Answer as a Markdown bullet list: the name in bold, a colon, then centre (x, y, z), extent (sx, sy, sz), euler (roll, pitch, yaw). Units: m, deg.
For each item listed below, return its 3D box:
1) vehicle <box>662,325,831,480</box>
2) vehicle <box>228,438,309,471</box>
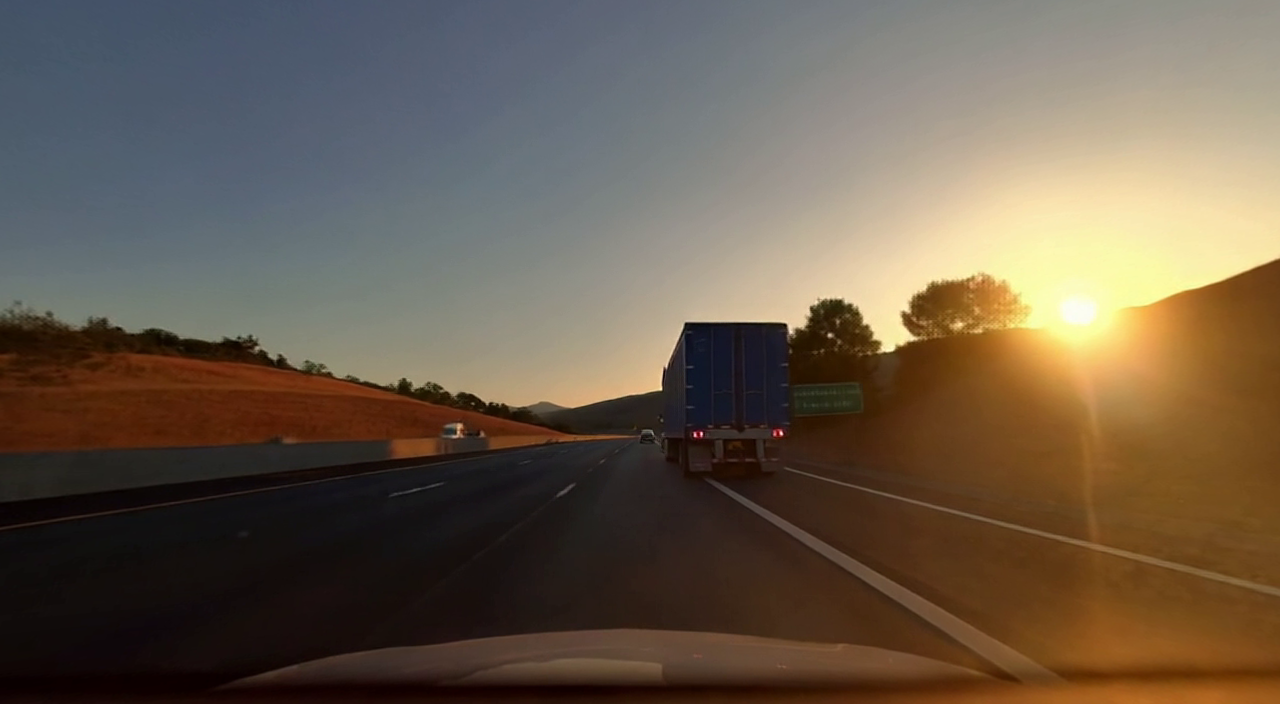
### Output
- **vehicle**: centre (2.737, 1.987, 21.089), extent (3.446, 3.698, 12.089), euler (0, -8, 0)
- **vehicle**: centre (-22.373, 6.142, 38.101), extent (2.037, 1.830, 4.722), euler (0, -8, 0)
